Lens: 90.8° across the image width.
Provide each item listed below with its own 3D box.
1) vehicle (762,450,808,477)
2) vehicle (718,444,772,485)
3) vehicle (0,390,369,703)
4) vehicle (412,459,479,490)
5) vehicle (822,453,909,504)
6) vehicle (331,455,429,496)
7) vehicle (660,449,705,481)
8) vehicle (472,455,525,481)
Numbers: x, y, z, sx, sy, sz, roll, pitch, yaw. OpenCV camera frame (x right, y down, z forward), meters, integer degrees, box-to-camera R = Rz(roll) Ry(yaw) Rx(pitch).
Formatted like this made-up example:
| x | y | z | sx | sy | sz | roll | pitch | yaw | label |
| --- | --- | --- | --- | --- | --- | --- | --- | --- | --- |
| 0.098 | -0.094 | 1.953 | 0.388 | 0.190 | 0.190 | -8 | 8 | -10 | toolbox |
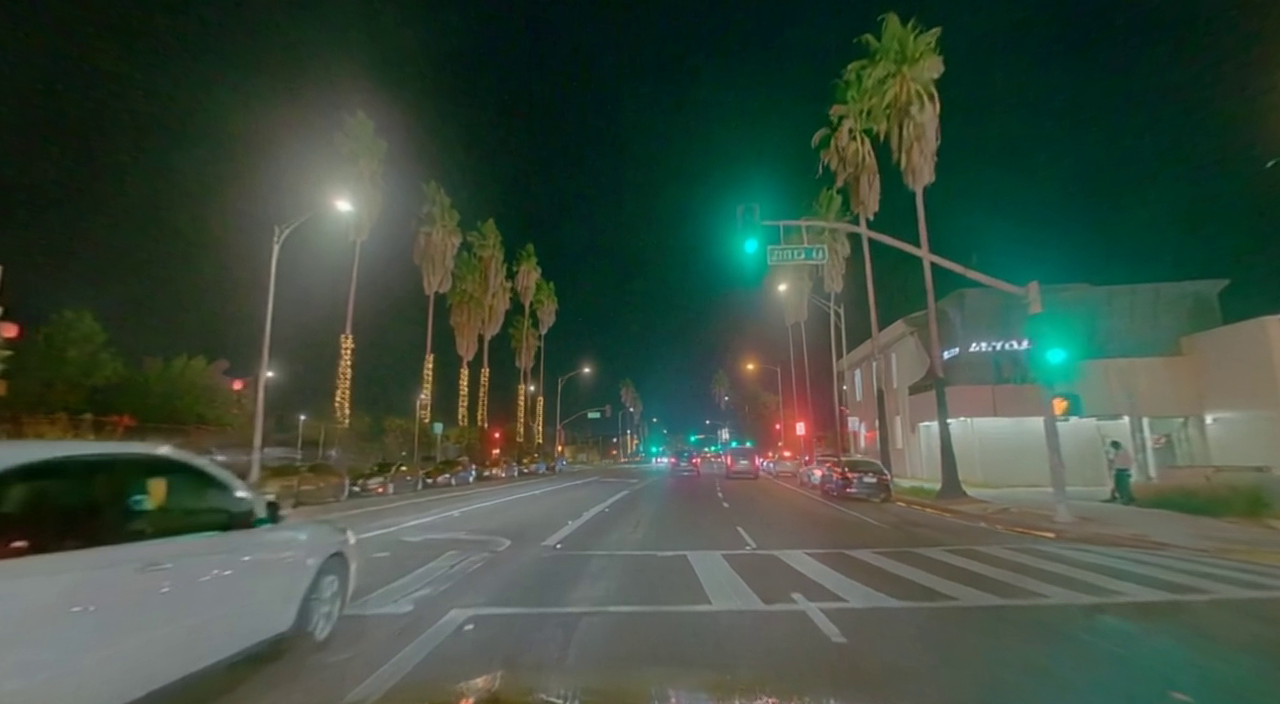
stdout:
| x | y | z | sx | sy | sz | roll | pitch | yaw | label |
| --- | --- | --- | --- | --- | --- | --- | --- | --- | --- |
| 9.500 | 7.343 | 41.752 | 2.174 | 1.643 | 4.860 | -1 | -9 | 3 | vehicle |
| 4.742 | 5.144 | 29.103 | 2.003 | 1.702 | 4.288 | -1 | -9 | 4 | vehicle |
| -3.349 | 0.952 | 2.296 | 2.204 | 1.584 | 4.921 | -1 | -9 | 5 | vehicle |
| -10.368 | 6.533 | 34.001 | 1.949 | 1.470 | 4.532 | -1 | -9 | 3 | vehicle |
| 7.708 | 4.322 | 22.057 | 1.914 | 1.560 | 4.278 | -1 | -9 | 7 | vehicle |
| -11.070 | 5.414 | 27.363 | 1.933 | 1.502 | 4.649 | -4 | -13 | 5 | vehicle |
| 2.126 | 5.556 | 31.359 | 2.088 | 1.452 | 3.993 | -1 | -9 | 4 | vehicle |
| -9.387 | 7.798 | 42.234 | 2.188 | 1.490 | 4.511 | -4 | -12 | 5 | vehicle |
